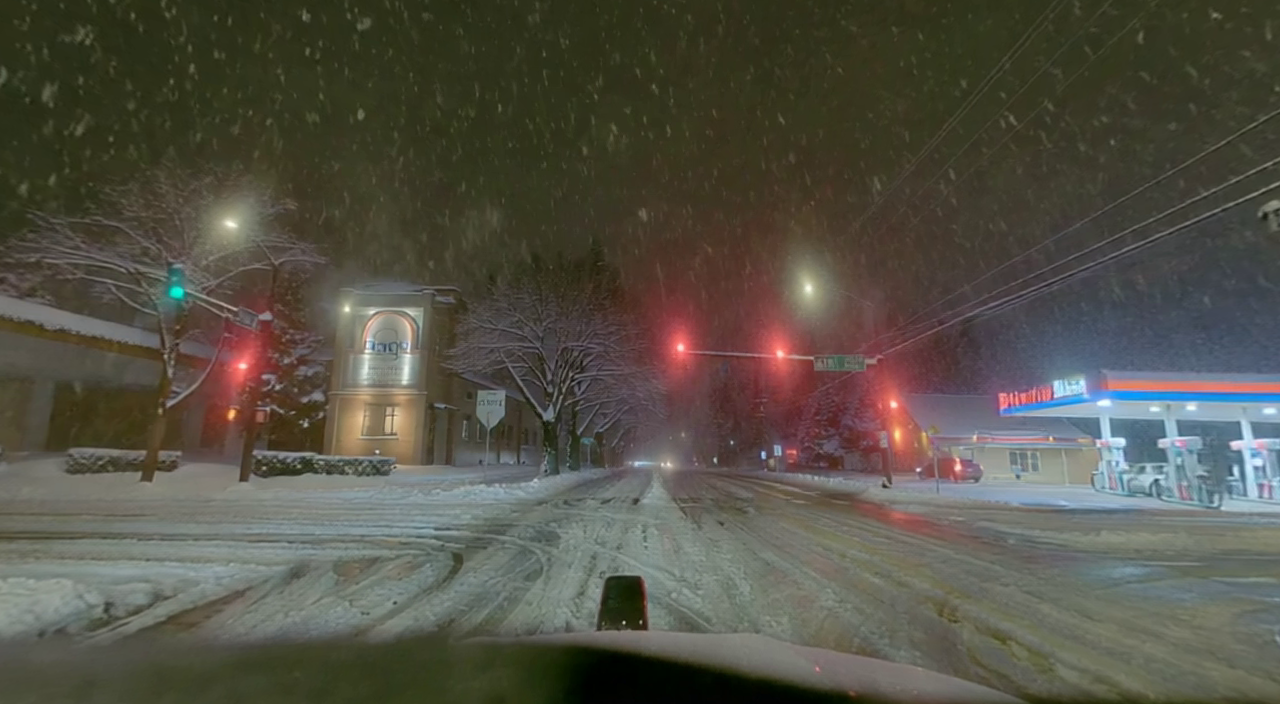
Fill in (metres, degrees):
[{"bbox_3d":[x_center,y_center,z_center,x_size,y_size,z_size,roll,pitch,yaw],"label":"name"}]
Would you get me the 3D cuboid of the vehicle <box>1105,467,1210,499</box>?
[{"bbox_3d":[28.028,7.072,34.347,1.897,1.466,4.211,1,-8,-6],"label":"vehicle"}]
